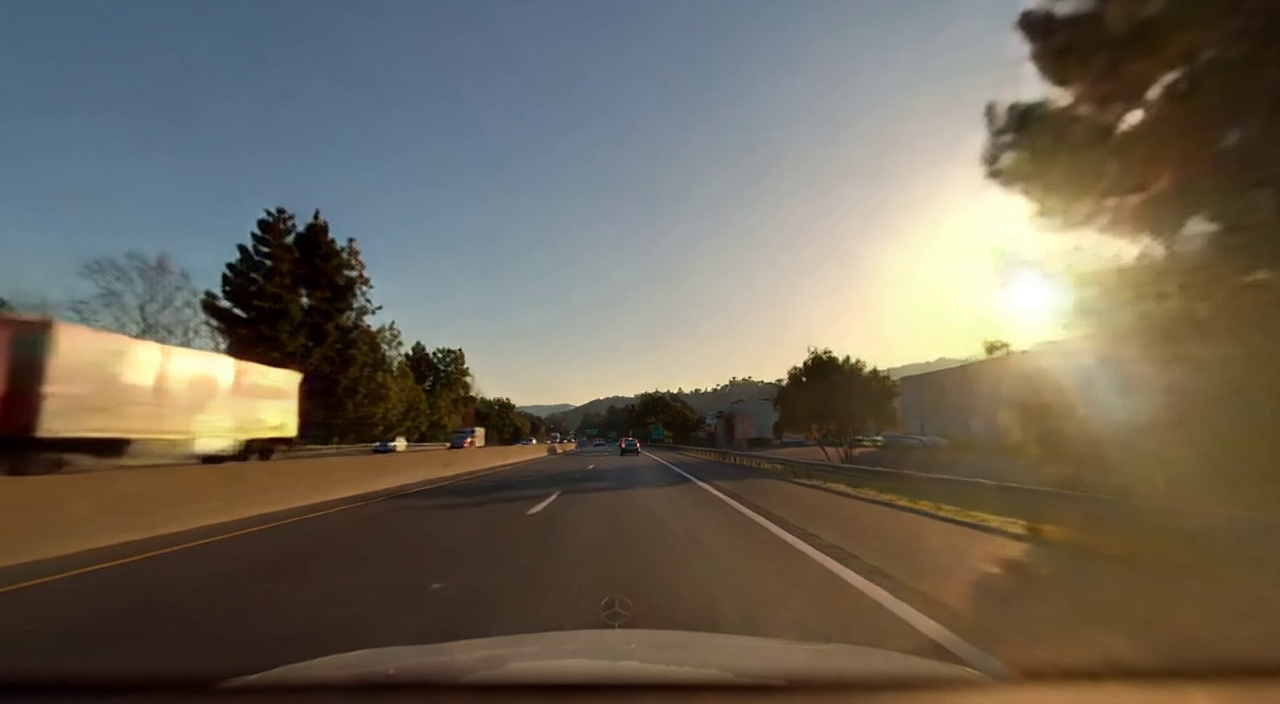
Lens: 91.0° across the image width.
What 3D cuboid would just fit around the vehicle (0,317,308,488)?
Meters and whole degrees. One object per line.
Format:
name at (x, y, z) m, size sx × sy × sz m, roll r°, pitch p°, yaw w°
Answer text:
vehicle at (-16.570, 2.132, 21.744) m, size 3.036 × 4.094 × 13.534 m, roll 0°, pitch -8°, yaw -1°

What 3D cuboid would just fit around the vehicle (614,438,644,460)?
vehicle at (-0.831, 6.987, 45.418) m, size 2.099 × 1.504 × 3.843 m, roll 0°, pitch -8°, yaw -2°

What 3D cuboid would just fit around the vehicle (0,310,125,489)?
vehicle at (-16.409, 1.150, 14.897) m, size 2.982 × 4.135 × 6.215 m, roll -1°, pitch -8°, yaw -1°
